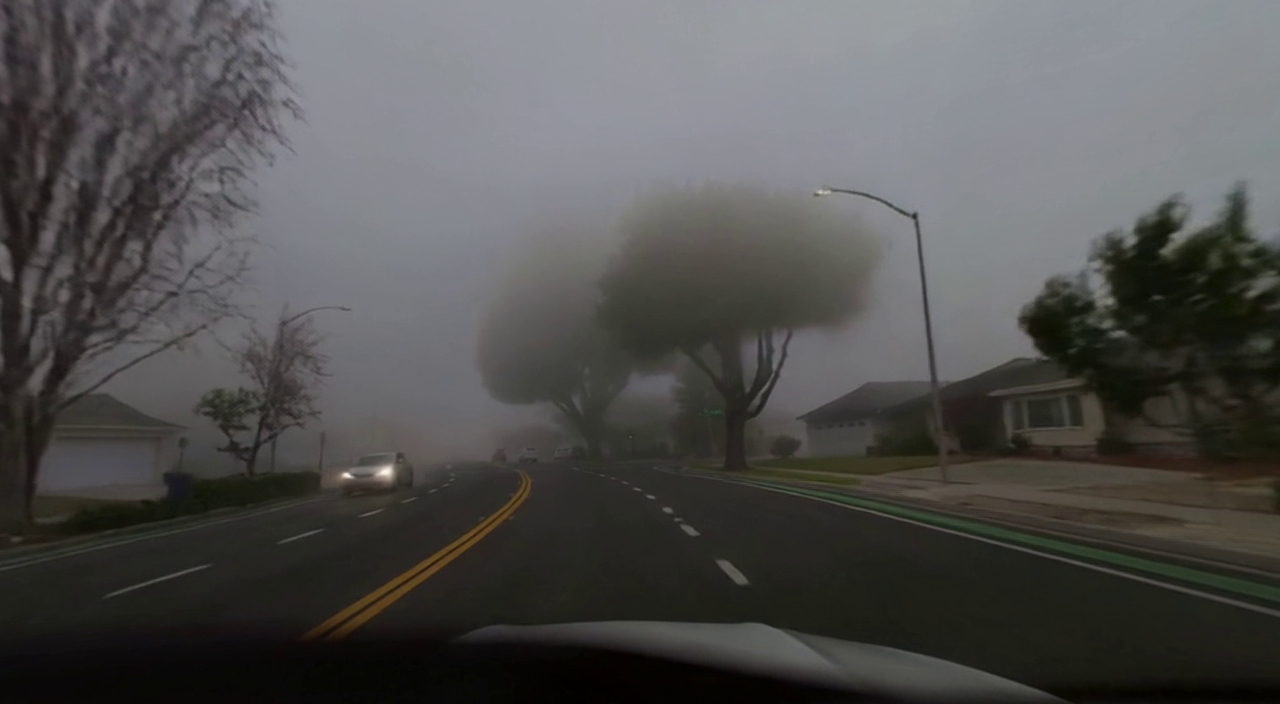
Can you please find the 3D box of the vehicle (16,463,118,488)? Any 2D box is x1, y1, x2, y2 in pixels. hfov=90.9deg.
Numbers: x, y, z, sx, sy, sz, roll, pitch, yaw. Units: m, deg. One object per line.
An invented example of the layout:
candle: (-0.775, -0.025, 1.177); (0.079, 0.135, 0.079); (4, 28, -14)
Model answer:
vehicle: (-38.487, 8.294, 42.428); (4.586, 1.478, 1.913); (2, -9, -16)

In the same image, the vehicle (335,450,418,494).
vehicle: (-10.738, 4.872, 26.072); (2.125, 1.592, 4.616); (1, -8, -10)
